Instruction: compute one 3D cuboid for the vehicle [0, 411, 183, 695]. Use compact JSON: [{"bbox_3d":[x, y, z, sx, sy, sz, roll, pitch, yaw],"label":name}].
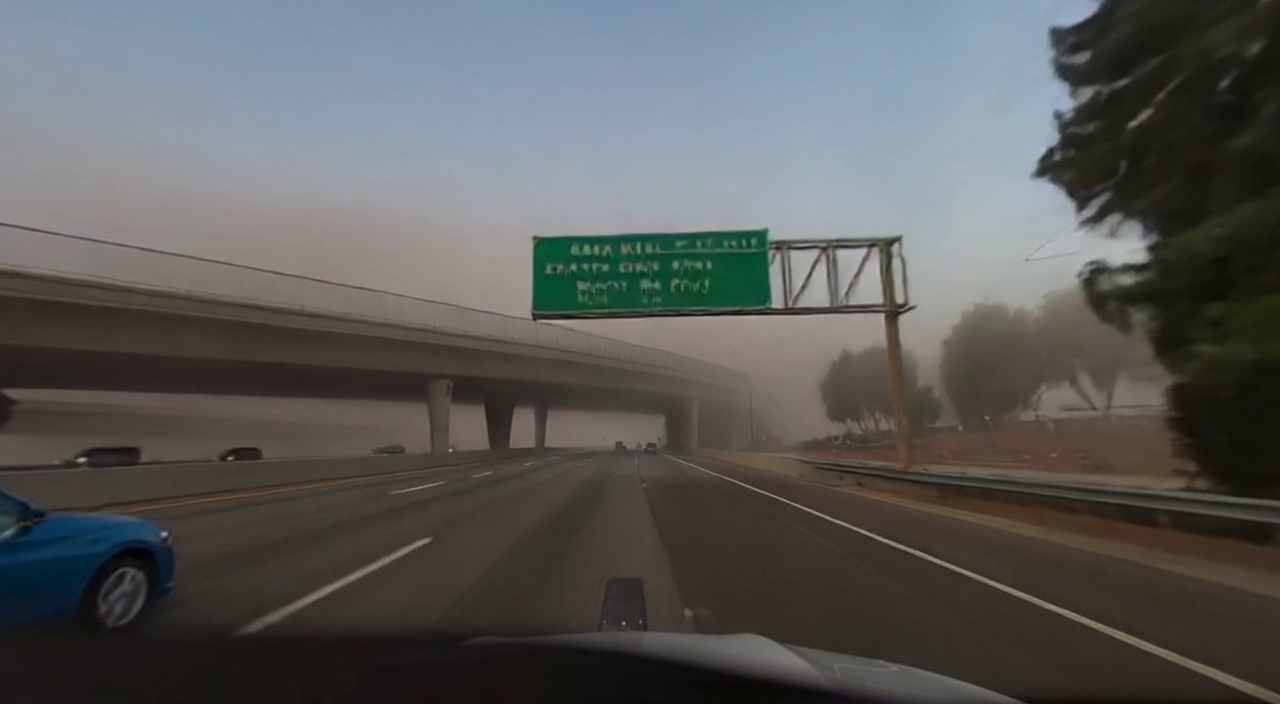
[{"bbox_3d":[-4.567,0.956,2.494,2.105,1.551,4.602,0,-9,-1],"label":"vehicle"}]
